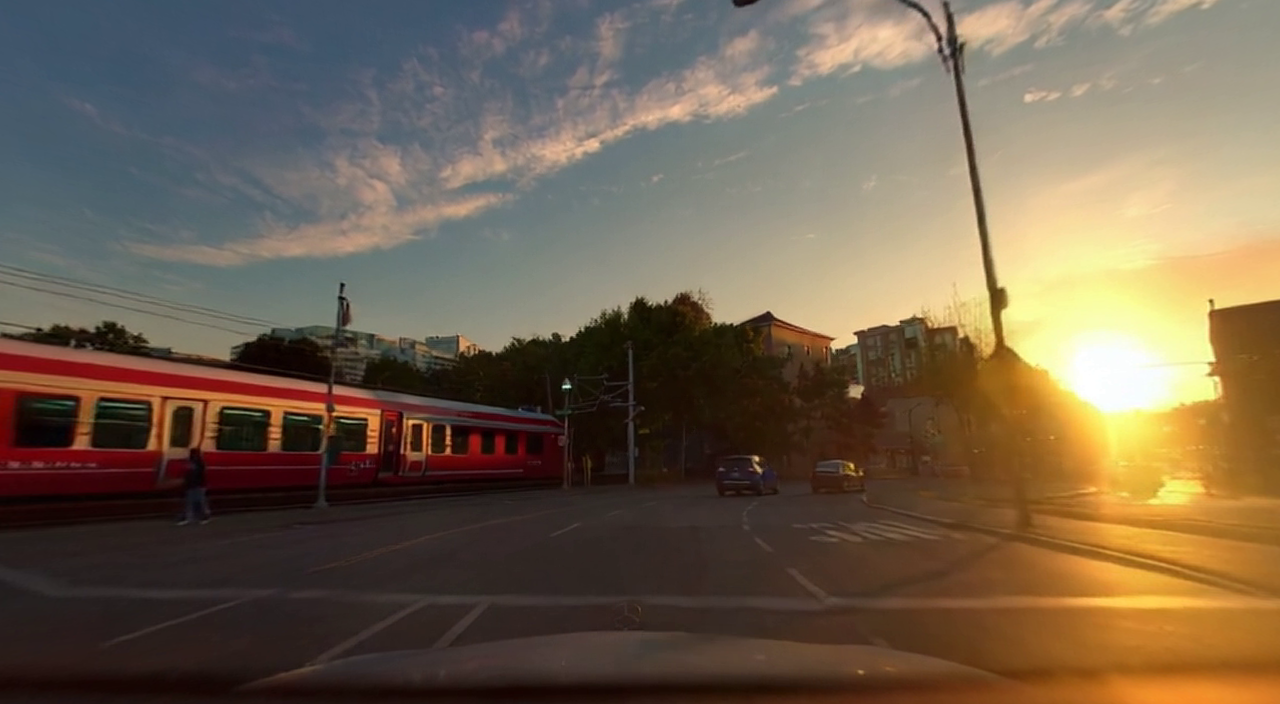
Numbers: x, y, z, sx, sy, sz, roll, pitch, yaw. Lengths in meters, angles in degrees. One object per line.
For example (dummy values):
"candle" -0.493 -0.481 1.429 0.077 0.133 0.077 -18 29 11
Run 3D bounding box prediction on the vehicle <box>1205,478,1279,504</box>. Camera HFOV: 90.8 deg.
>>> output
"vehicle" 40.135 9.144 41.558 3.934 1.480 1.728 -4 -9 22

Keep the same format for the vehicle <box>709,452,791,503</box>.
"vehicle" 4.506 4.931 25.313 2.263 1.765 4.237 -4 -9 23

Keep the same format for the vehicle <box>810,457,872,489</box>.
"vehicle" 12.147 7.237 38.073 2.010 1.725 4.320 -7 -11 39
